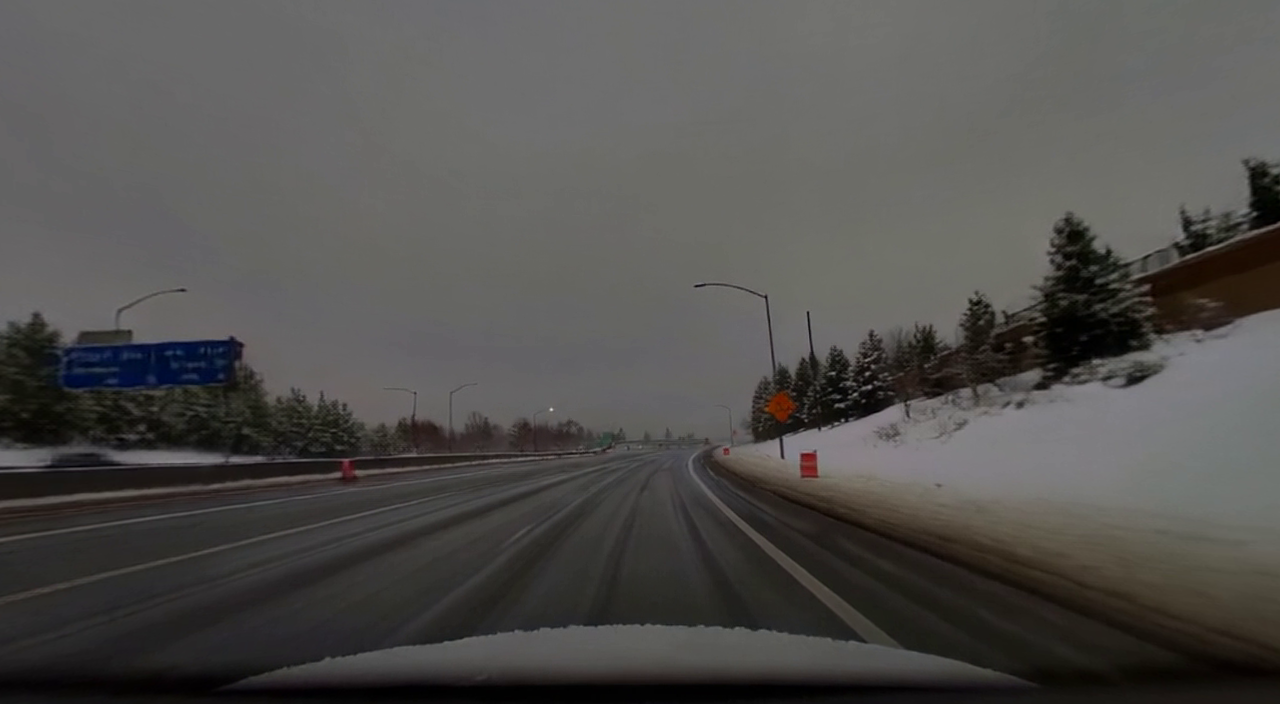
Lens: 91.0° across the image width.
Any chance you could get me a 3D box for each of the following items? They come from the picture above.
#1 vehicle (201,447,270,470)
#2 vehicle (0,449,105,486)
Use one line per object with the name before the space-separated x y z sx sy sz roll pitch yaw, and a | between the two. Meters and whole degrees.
vehicle | -29.377 7.727 45.845 1.955 1.558 4.353 -1 -9 3
vehicle | -26.588 5.021 27.802 1.886 1.486 4.484 -1 -9 2
